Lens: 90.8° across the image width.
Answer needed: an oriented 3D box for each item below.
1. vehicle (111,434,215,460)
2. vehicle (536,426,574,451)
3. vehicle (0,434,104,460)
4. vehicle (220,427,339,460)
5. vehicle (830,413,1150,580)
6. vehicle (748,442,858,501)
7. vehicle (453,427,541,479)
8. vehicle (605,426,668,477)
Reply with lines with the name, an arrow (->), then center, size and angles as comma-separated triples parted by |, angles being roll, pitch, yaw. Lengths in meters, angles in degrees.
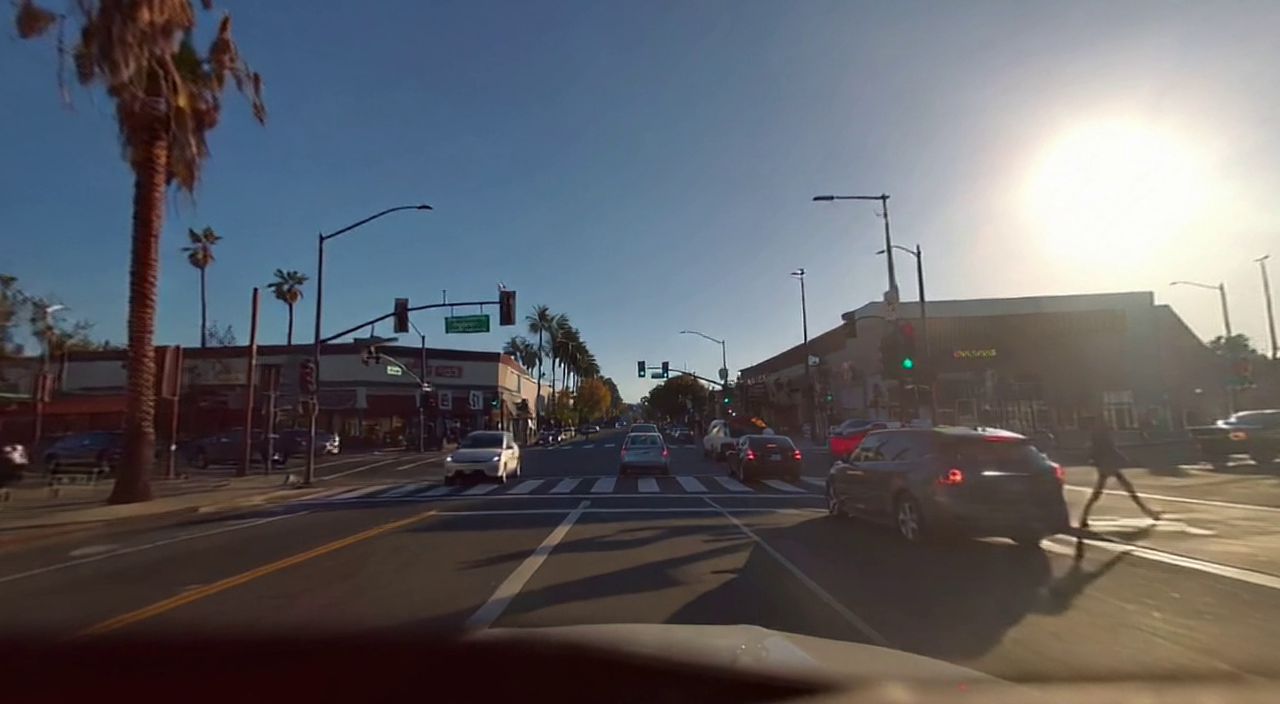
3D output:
vehicle -> -28.422, 5.660, 37.728 | 4.734, 1.416, 2.083 | -1, -7, 6
vehicle -> -6.038, 6.216, 45.161 | 2.040, 1.670, 4.508 | 0, -8, 0
vehicle -> -35.573, 5.741, 38.127 | 4.643, 1.464, 2.125 | -1, -8, 4
vehicle -> -20.815, 5.305, 36.585 | 5.674, 1.804, 2.190 | -1, -8, 6
vehicle -> 4.325, 1.839, 8.894 | 2.070, 1.711, 4.480 | -1, -8, 3
vehicle -> 4.416, 3.289, 17.920 | 1.963, 1.449, 4.653 | 0, -8, 1
vehicle -> -5.522, 3.987, 25.161 | 2.324, 1.808, 4.946 | 0, -8, 0
vehicle -> -0.165, 3.908, 24.947 | 2.264, 1.798, 4.531 | 0, -8, -1
